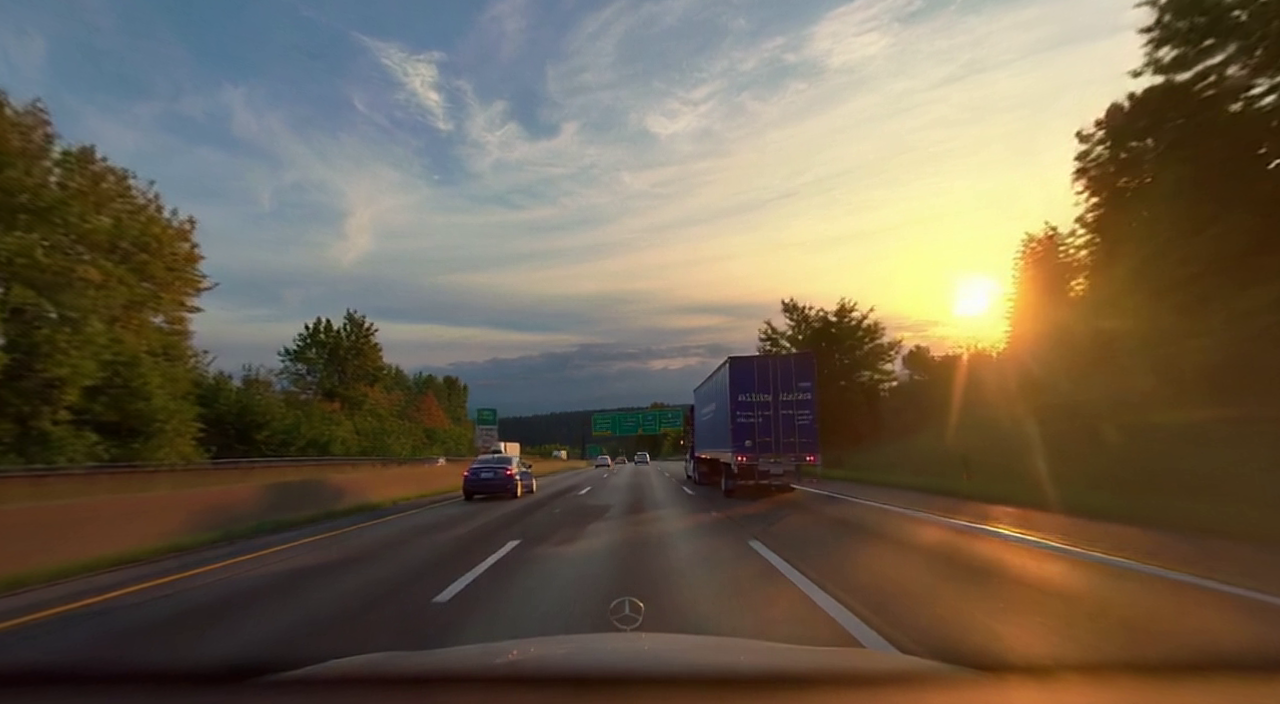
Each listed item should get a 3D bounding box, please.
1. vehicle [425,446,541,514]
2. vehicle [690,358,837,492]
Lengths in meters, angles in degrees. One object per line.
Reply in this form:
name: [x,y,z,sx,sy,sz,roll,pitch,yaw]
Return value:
vehicle: [-3.873,3.206,16.279,1.918,1.510,4.006,0,-9,1]
vehicle: [4.248,3.263,25.926,3.025,4.005,14.010,0,-9,-1]
